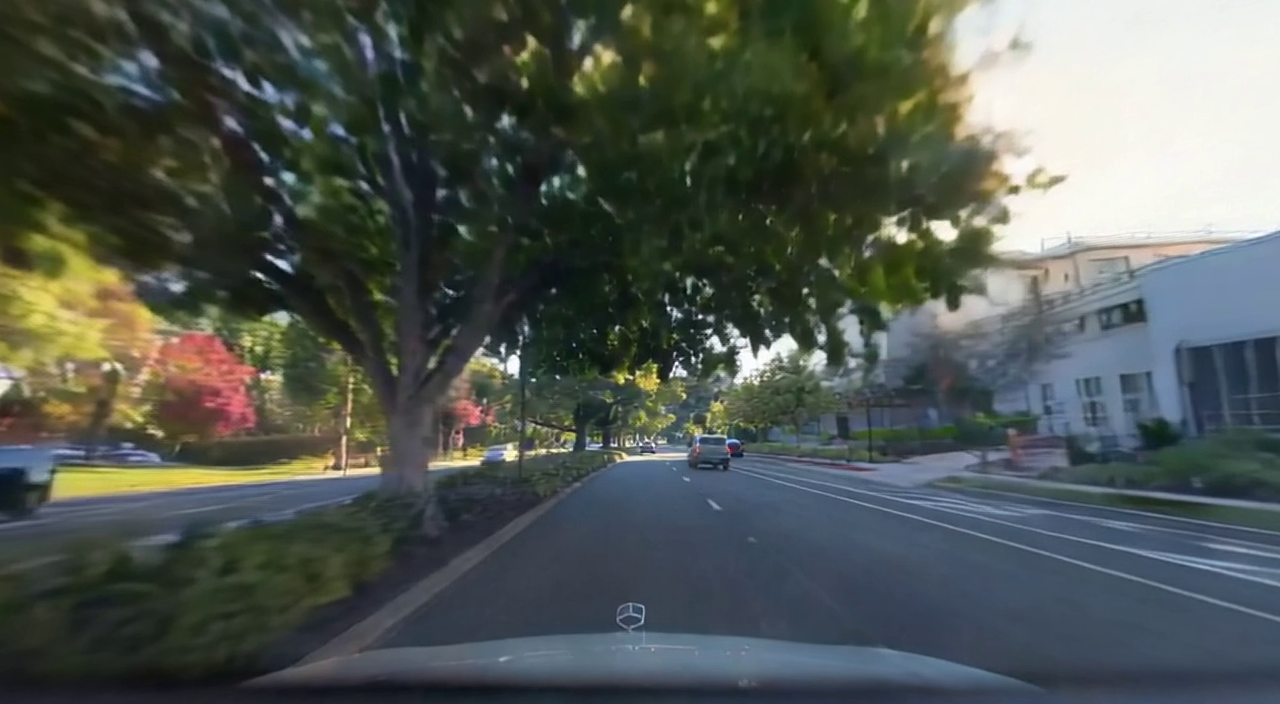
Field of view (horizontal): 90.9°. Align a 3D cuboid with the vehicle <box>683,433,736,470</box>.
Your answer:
[{"bbox_3d":[3.499,5.080,32.438,2.143,1.759,4.378,0,-8,-1],"label":"vehicle"}]
